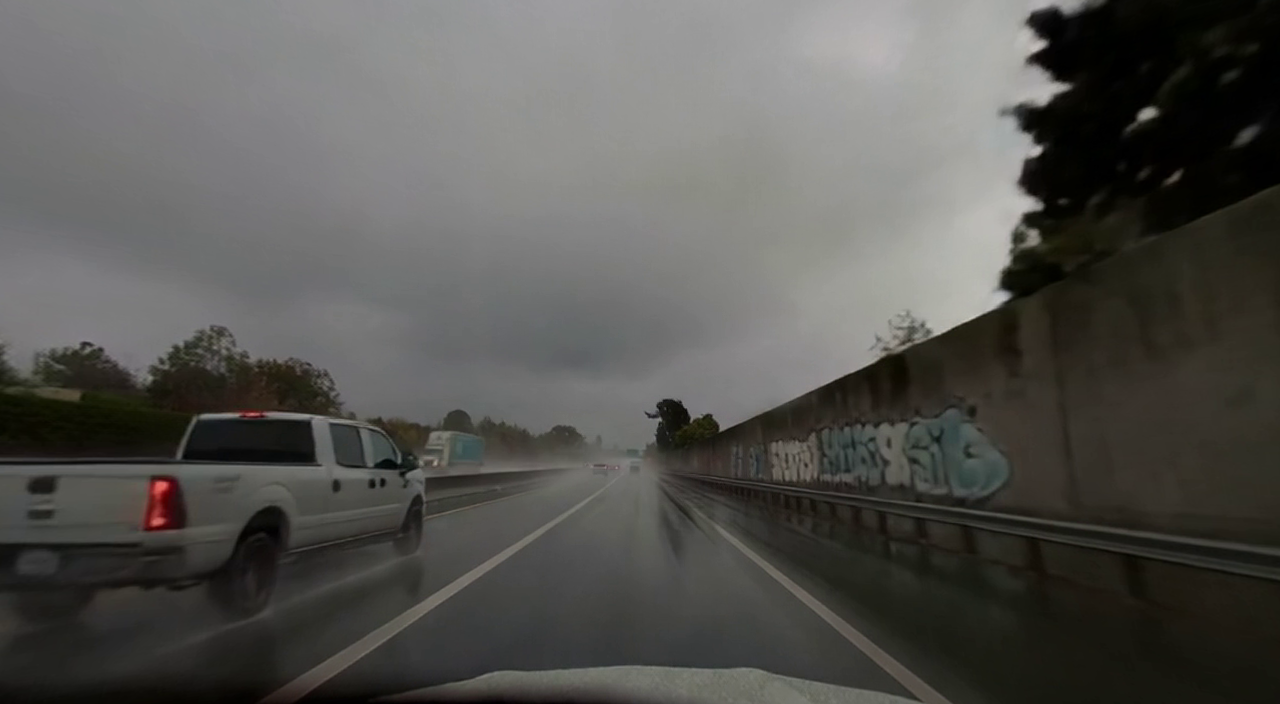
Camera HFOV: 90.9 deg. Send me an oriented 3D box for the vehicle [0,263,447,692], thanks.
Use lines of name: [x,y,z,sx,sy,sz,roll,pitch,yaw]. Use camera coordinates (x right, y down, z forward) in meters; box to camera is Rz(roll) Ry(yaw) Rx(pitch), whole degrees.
vehicle: [-4.294,1.191,6.609,2.597,2.434,6.020,1,-10,0]
